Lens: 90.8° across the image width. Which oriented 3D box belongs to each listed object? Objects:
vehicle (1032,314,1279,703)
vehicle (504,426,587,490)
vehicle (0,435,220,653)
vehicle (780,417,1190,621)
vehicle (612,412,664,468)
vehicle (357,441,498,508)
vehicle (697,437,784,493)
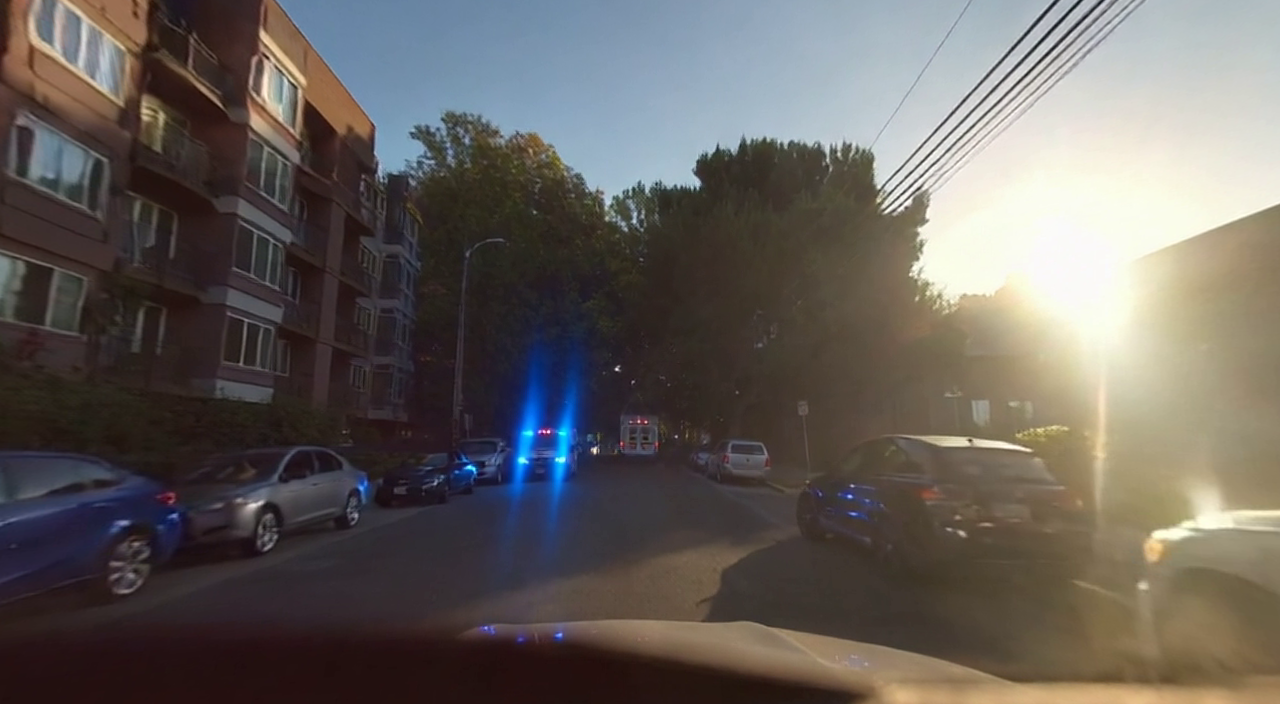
[{"bbox_3d":[3.348,0.644,1.105,2.188,1.810,4.709,1,-8,-2],"label":"vehicle"},{"bbox_3d":[-2.940,3.386,20.530,2.029,1.802,4.229,-1,-8,0],"label":"vehicle"},{"bbox_3d":[-5.363,1.332,4.403,1.921,1.482,4.280,0,-8,0],"label":"vehicle"},{"bbox_3d":[3.314,1.714,7.509,2.155,1.553,4.738,2,-9,-1],"label":"vehicle"},{"bbox_3d":[-0.231,5.296,38.067,2.754,3.008,7.730,0,-8,-2],"label":"vehicle"},{"bbox_3d":[-5.296,3.089,16.554,2.047,1.471,4.647,0,-8,0],"label":"vehicle"},{"bbox_3d":[3.329,3.809,21.757,2.035,1.549,4.373,5,-8,-2],"label":"vehicle"}]
